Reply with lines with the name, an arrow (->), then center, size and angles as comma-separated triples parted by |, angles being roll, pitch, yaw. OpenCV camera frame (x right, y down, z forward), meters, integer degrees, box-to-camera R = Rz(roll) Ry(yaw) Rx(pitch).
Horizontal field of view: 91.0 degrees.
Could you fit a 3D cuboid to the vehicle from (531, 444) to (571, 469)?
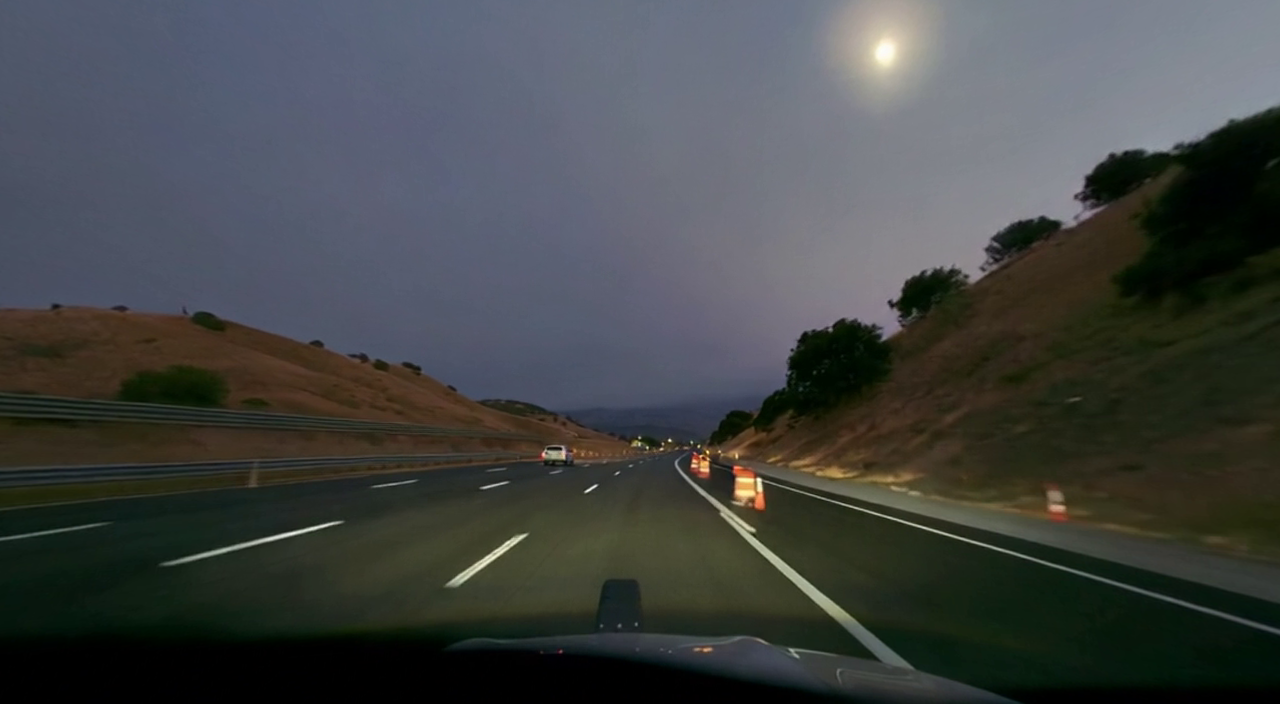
vehicle -> -5.992, 7.122, 43.020 | 2.042, 1.585, 4.162 | 0, -9, 1
